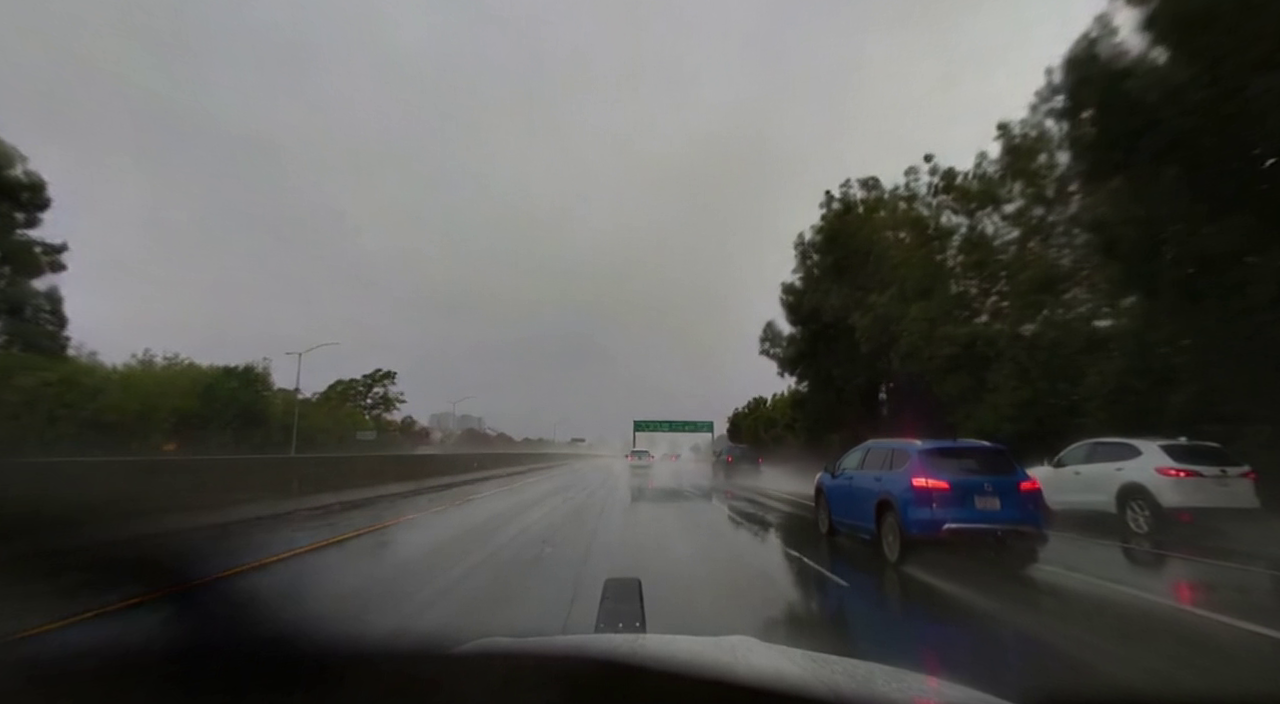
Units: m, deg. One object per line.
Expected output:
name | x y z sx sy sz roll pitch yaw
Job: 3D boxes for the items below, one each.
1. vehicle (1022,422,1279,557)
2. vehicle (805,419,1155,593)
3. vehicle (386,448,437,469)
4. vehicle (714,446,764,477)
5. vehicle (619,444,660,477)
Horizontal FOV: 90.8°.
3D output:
vehicle | 9.307 2.278 11.113 1.967 1.816 4.775 2 -9 -3
vehicle | 3.874 1.819 8.336 2.097 1.659 4.320 1 -9 -2
vehicle | -17.264 8.054 48.029 2.137 1.454 4.701 0 -9 0
vehicle | 7.517 8.390 48.815 2.526 2.230 6.190 1 -9 -4
vehicle | -0.087 6.188 36.334 2.181 1.768 4.383 1 -9 -2
